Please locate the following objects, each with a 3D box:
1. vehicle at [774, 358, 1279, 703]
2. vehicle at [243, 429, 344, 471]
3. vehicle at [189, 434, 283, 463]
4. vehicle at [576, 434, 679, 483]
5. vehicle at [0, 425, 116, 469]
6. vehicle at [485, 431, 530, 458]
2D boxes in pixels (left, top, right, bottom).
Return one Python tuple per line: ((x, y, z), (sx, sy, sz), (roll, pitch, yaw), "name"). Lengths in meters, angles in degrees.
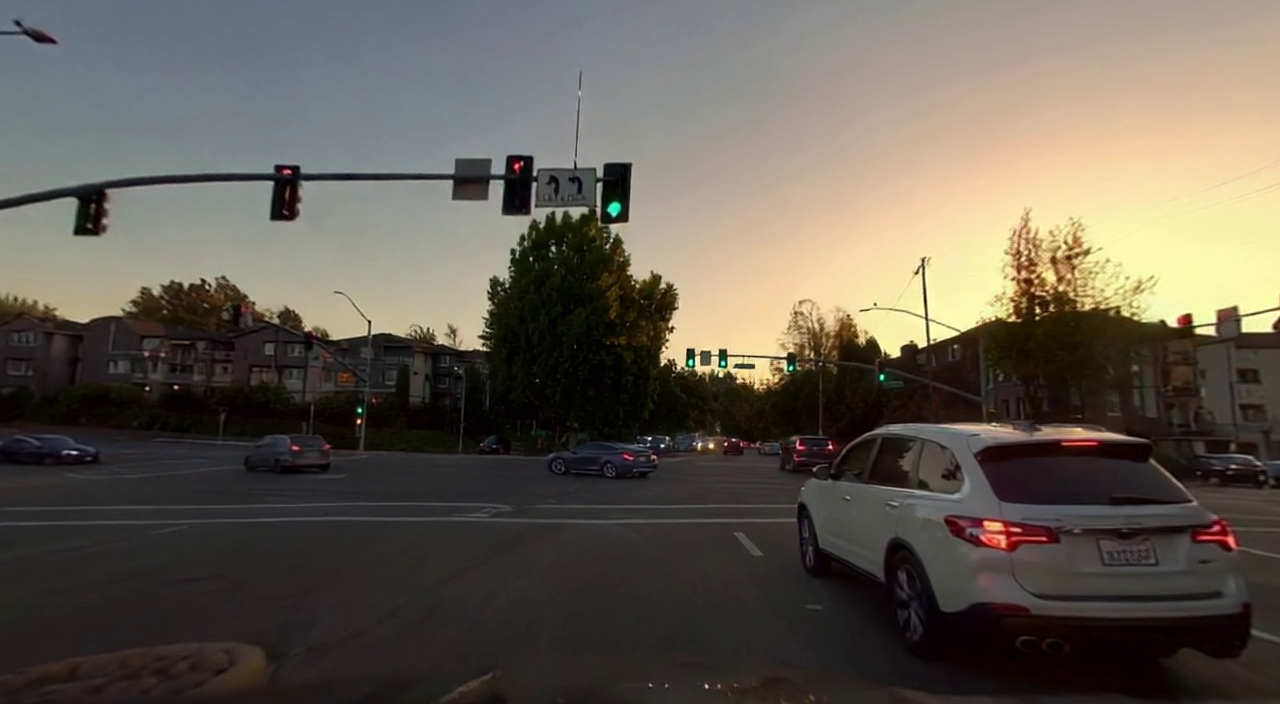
((2.724, 1.235, 5.292), (2.115, 1.737, 4.642), (0, -8, -1), "vehicle")
((-15.336, 4.321, 27.872), (4.020, 1.705, 2.099), (-5, -10, 32), "vehicle")
((-22.287, 5.373, 34.882), (3.979, 1.457, 1.795), (0, -10, 6), "vehicle")
((-0.549, 3.657, 21.925), (2.009, 1.480, 4.423), (4, -9, -24), "vehicle")
((-26.641, 4.245, 28.255), (4.365, 1.629, 2.004), (4, -8, 1), "vehicle")
((-9.981, 7.057, 47.963), (2.190, 1.978, 4.575), (0, -8, 3), "vehicle")
